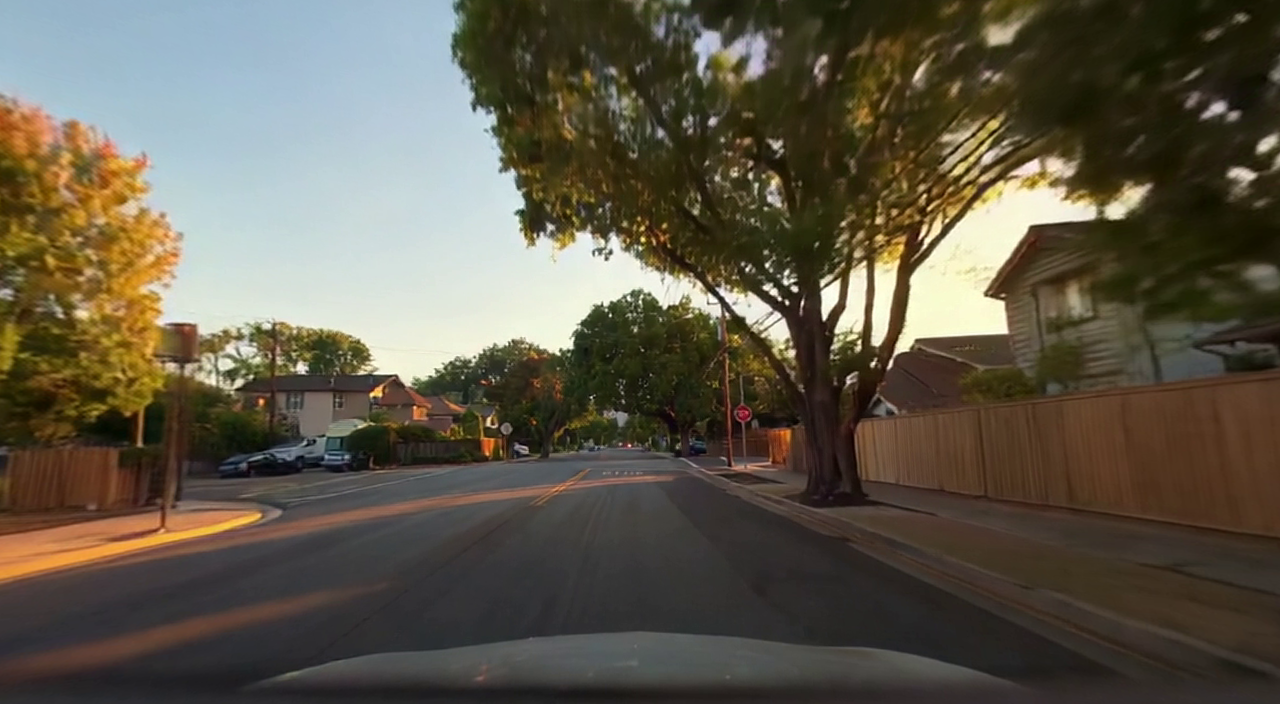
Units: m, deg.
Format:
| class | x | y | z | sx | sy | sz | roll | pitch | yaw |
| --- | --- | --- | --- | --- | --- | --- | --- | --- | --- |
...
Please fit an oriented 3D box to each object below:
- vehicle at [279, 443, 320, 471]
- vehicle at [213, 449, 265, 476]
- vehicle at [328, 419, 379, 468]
| class | x | y | z | sx | sy | sz | roll | pitch | yaw |
| --- | --- | --- | --- | --- | --- | --- | --- | --- | --- |
| vehicle | -23.908 | 7.334 | 44.469 | 2.083 | 1.802 | 4.455 | 4 | -9 | -24 |
| vehicle | -24.255 | 6.671 | 38.374 | 1.955 | 1.448 | 4.542 | 3 | -9 | -24 |
| vehicle | -20.458 | 6.731 | 45.323 | 2.842 | 3.181 | 8.576 | 4 | -11 | -23 |
